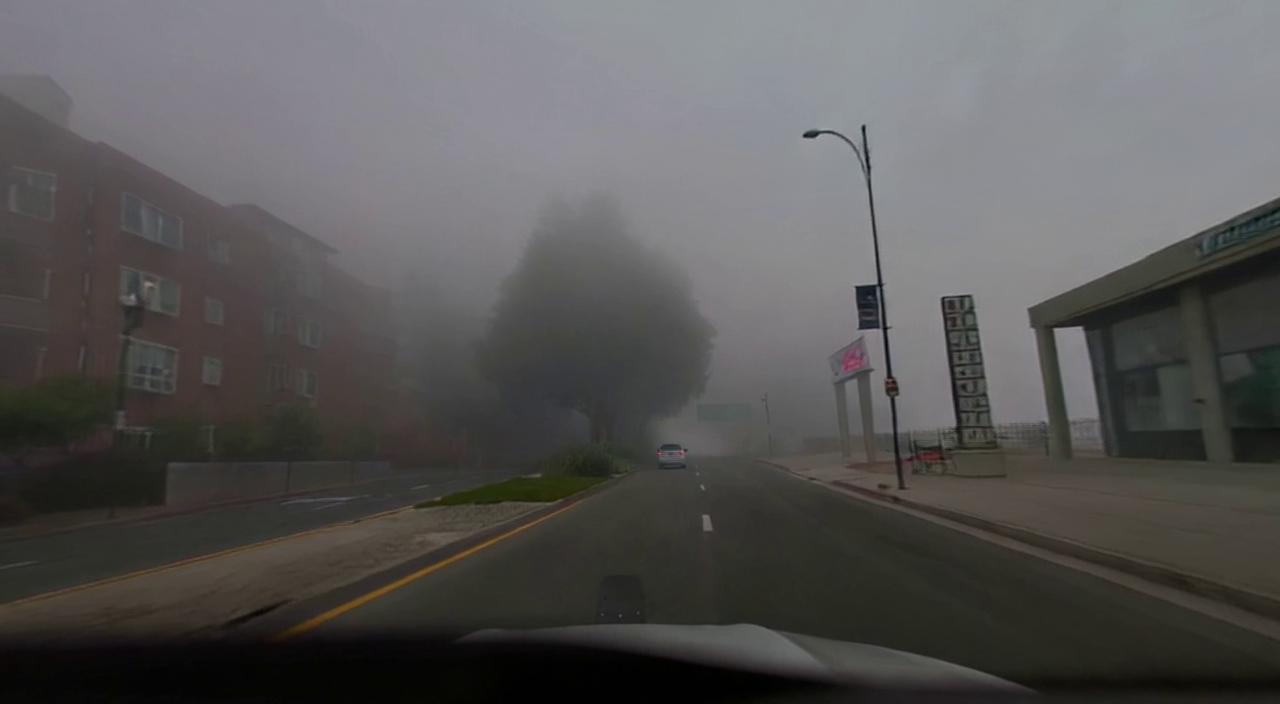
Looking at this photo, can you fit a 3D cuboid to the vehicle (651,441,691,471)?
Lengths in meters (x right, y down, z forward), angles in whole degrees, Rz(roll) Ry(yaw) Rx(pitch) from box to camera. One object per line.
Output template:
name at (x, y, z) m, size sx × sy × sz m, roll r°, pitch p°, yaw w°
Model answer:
vehicle at (2.010, 6.520, 39.707) m, size 2.235 × 1.719 × 4.292 m, roll 0°, pitch -9°, yaw 6°
